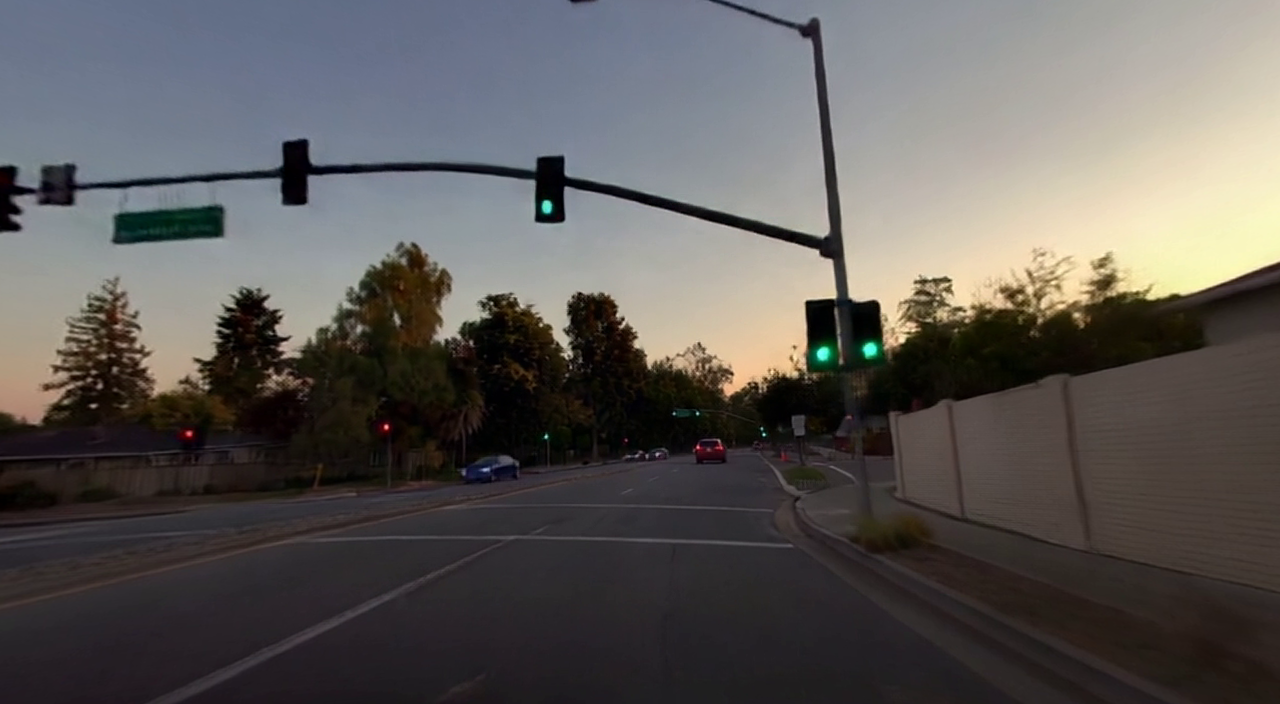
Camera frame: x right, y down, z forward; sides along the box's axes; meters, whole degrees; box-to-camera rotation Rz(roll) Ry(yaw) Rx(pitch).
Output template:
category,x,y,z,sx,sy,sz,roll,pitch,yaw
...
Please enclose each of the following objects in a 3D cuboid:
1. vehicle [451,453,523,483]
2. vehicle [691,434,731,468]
category,x,y,z,sx,sy,sz,roll,pitch,yaw
vehicle,-8.331,6.338,34.781,1.916,1.484,4.867,-2,-9,12
vehicle,4.392,5.964,38.140,2.059,1.908,4.714,-2,-9,10
